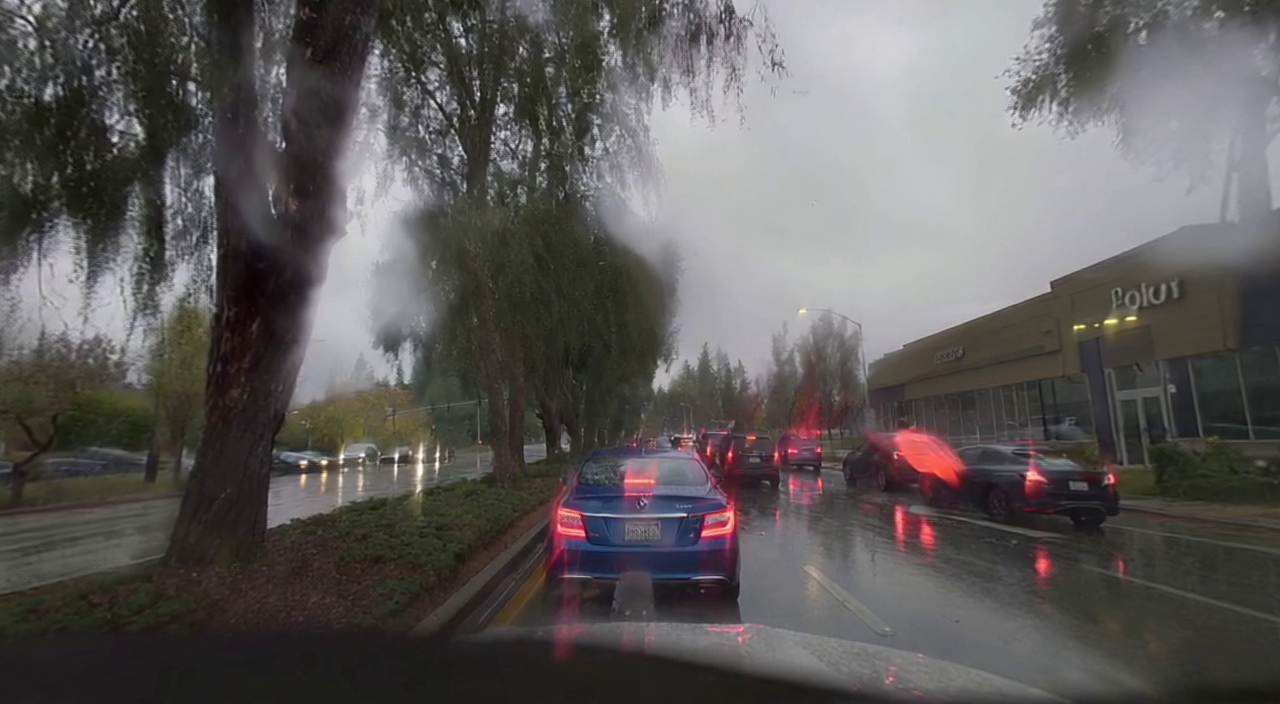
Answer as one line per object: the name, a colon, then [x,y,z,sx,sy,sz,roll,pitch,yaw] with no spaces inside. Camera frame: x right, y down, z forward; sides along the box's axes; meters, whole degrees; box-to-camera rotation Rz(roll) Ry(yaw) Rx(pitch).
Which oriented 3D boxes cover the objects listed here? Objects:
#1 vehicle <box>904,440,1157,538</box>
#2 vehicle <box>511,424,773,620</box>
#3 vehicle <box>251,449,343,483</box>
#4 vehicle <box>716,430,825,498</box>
vehicle: [6.842,2.397,11.788,1.911,1.468,4.417,0,-8,0]
vehicle: [-0.016,1.608,7.019,1.977,1.465,4.376,0,-8,-1]
vehicle: [-18.817,6.196,34.551,4.428,1.743,2.163,-4,-9,27]
vehicle: [3.617,3.206,18.461,2.114,1.736,4.553,0,-8,-1]
